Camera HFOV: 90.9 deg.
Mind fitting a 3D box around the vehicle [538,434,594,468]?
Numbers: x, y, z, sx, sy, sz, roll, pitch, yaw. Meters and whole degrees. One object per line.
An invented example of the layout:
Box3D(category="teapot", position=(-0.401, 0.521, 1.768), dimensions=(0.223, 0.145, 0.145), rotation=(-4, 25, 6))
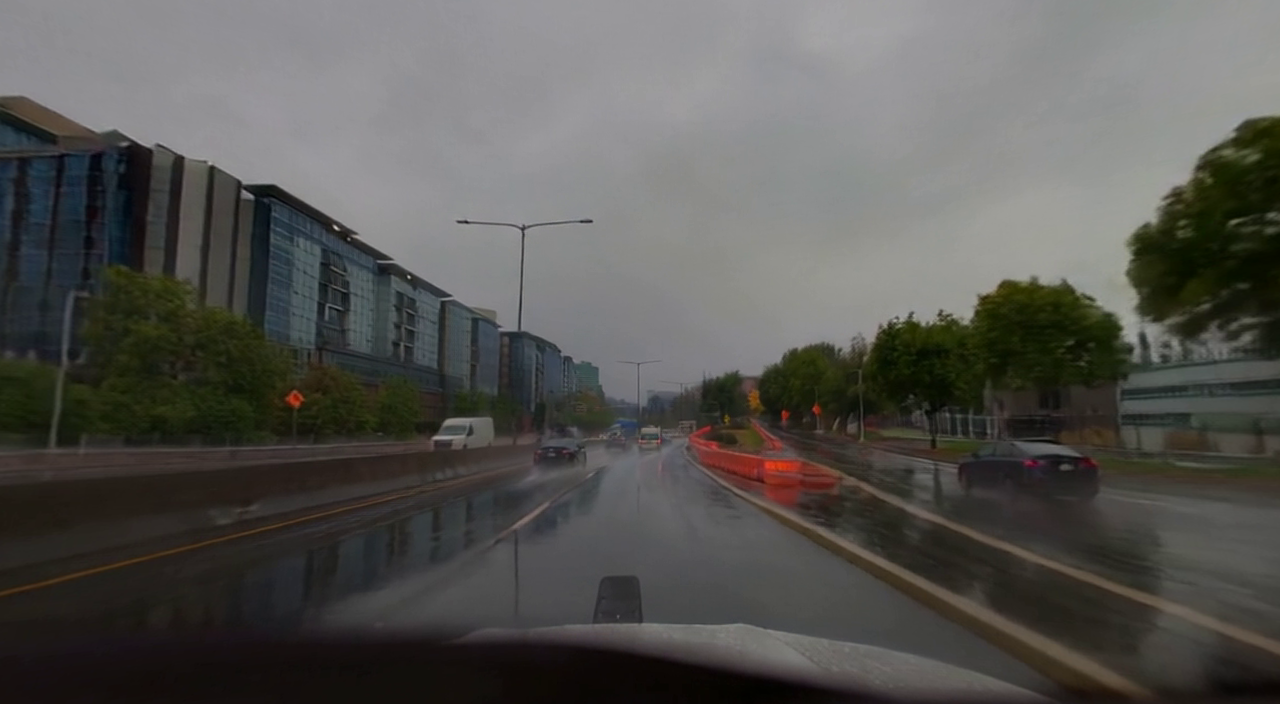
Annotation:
Box3D(category="vehicle", position=(-3.253, 4.404, 28.392), dimensions=(1.848, 1.406, 4.013), rotation=(0, -8, 3))

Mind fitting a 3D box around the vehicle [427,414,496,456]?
Box3D(category="vehicle", position=(-12.468, 5.879, 44.729), dimensions=(2.297, 2.733, 7.664), rotation=(0, -8, 3))

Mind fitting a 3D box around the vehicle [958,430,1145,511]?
Box3D(category="vehicle", position=(8.698, 2.472, 13.739), dimensions=(1.913, 1.499, 3.581), rotation=(-1, -8, 6))
